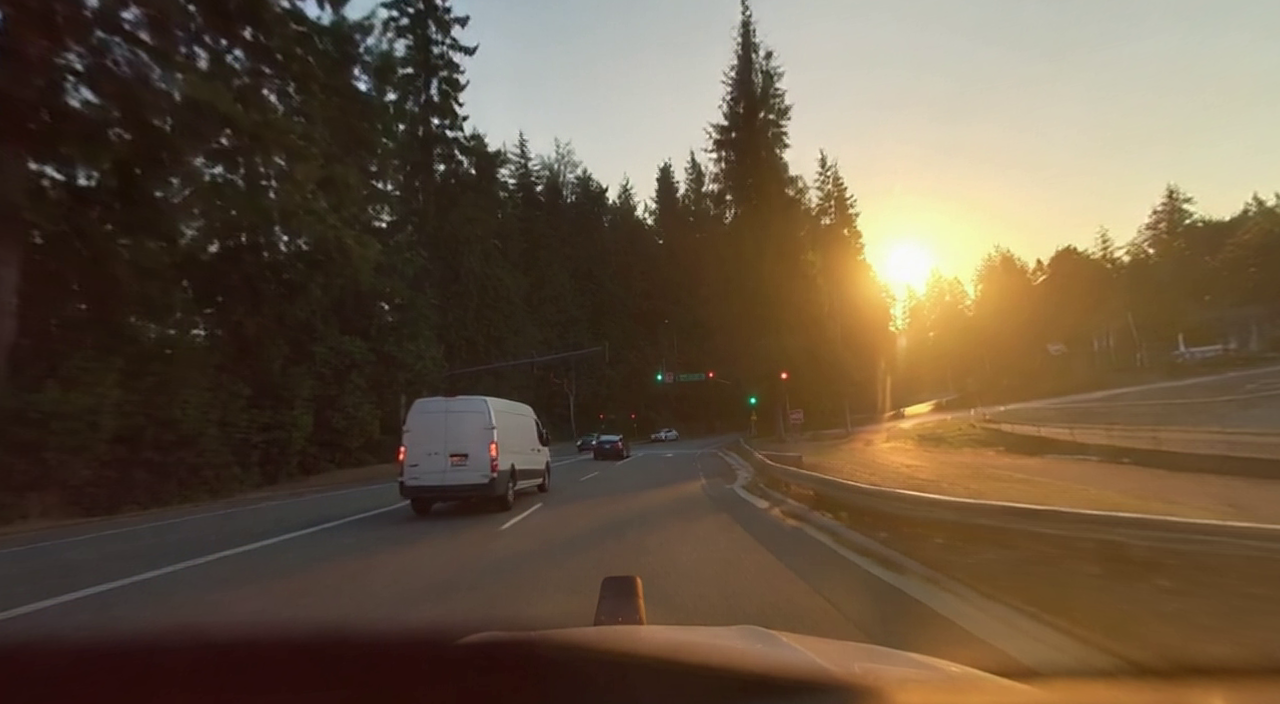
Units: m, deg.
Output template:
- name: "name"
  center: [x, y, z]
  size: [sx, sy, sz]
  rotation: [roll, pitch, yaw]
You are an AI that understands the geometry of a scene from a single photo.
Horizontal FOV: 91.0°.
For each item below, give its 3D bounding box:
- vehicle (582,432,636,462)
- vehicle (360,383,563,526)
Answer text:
- name: "vehicle"
  center: [-1.576, 5.082, 33.879]
  size: [2.088, 1.484, 4.572]
  rotation: [-2, -8, 8]
- name: "vehicle"
  center: [-3.085, 1.966, 12.421]
  size: [2.362, 2.185, 5.212]
  rotation: [-1, -8, 2]
